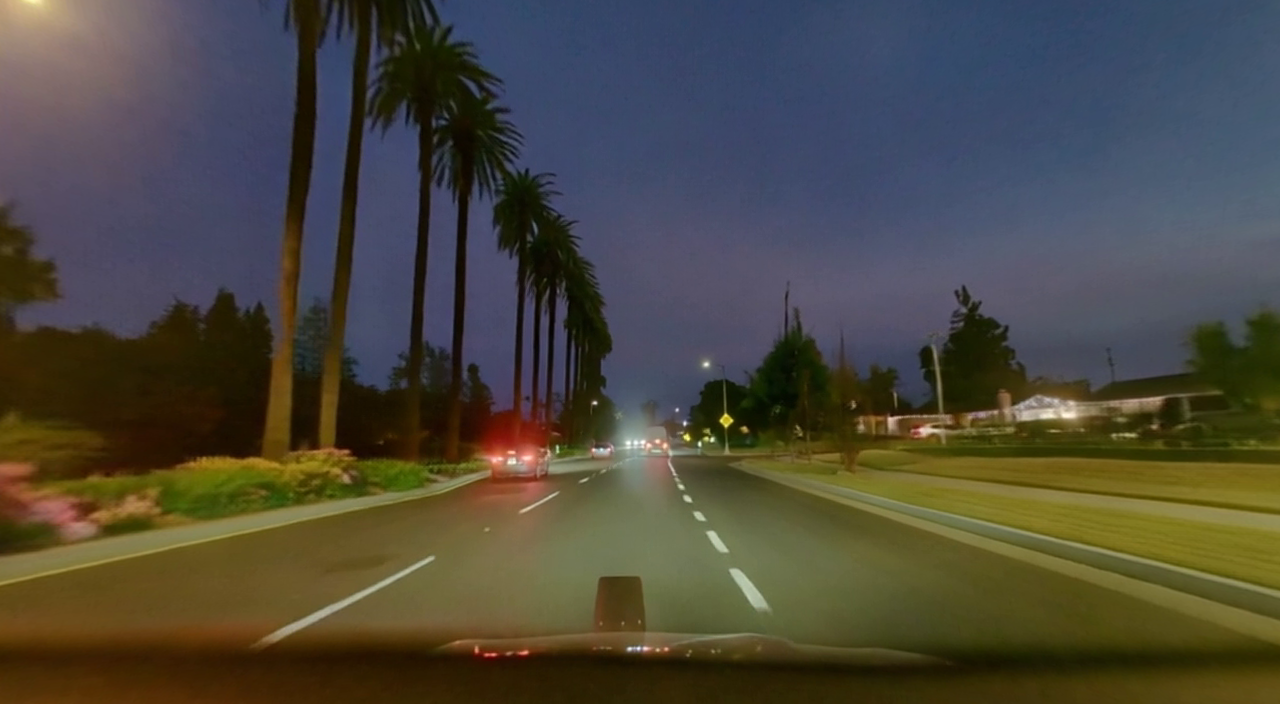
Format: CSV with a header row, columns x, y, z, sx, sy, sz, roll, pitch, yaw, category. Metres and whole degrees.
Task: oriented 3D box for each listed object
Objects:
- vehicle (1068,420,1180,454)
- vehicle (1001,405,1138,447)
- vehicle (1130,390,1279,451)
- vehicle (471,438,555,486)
x,y,z,sx,sy,sz,roll,pitch,yaw,category
21.472,3.796,27.935,3.648,1.427,1.686,1,-8,-6,vehicle
21.095,3.669,30.957,5.294,1.978,2.201,1,-8,-7,vehicle
21.306,2.501,22.535,5.458,2.044,2.299,0,-8,-2,vehicle
-4.326,3.815,22.133,2.036,1.478,4.508,0,-8,0,vehicle
